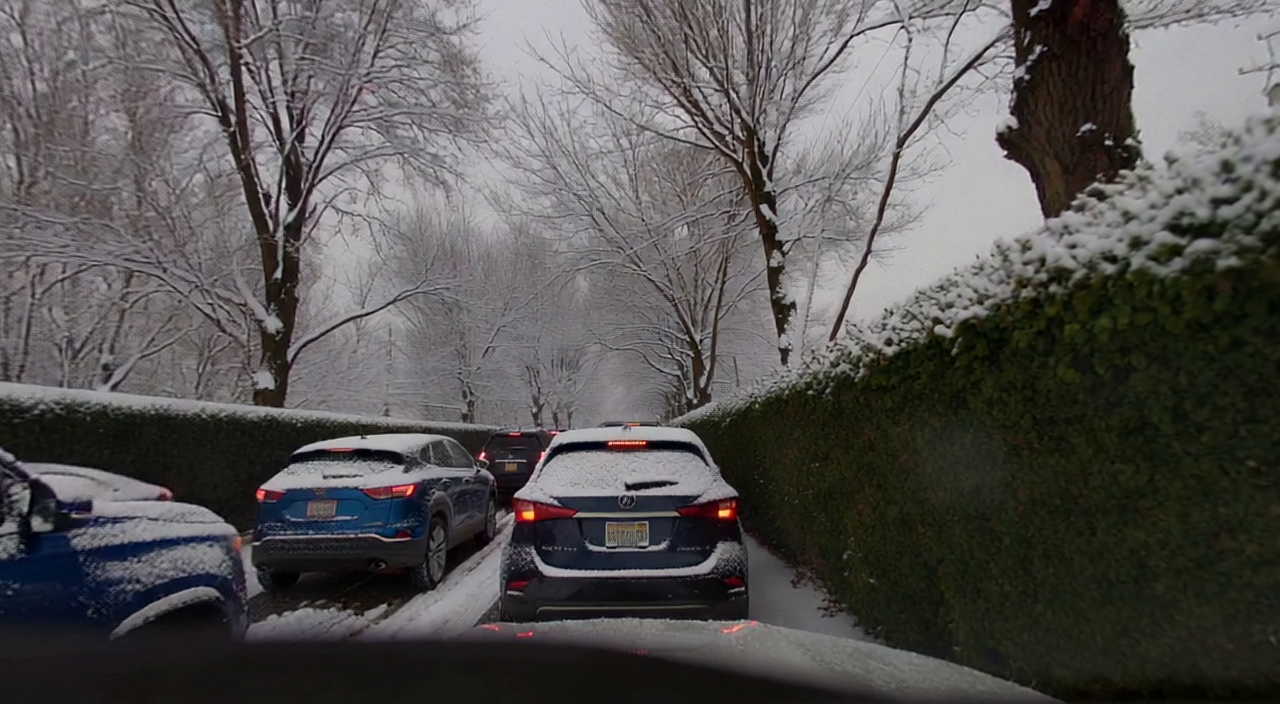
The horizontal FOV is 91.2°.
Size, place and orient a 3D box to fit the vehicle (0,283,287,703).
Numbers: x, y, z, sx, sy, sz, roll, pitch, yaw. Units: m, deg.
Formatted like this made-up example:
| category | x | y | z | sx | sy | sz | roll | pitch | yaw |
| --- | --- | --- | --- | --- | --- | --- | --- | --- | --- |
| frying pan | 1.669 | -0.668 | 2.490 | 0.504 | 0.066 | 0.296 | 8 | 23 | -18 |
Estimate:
| category | x | y | z | sx | sy | sz | roll | pitch | yaw |
| --- | --- | --- | --- | --- | --- | --- | --- | --- | --- |
| vehicle | -3.285 | 0.682 | 1.263 | 2.205 | 1.913 | 5.327 | -6 | -8 | -2 |

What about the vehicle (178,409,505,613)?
| category | x | y | z | sx | sy | sz | roll | pitch | yaw |
| --- | --- | --- | --- | --- | --- | --- | --- | --- | --- |
| vehicle | -3.416 | 1.860 | 8.331 | 2.256 | 1.728 | 4.421 | -6 | -8 | -2 |

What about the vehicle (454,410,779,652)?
| category | x | y | z | sx | sy | sz | roll | pitch | yaw |
| --- | --- | --- | --- | --- | --- | --- | --- | --- | --- |
| vehicle | -0.177 | 1.503 | 6.244 | 2.154 | 1.581 | 4.007 | 0 | -9 | -1 |
